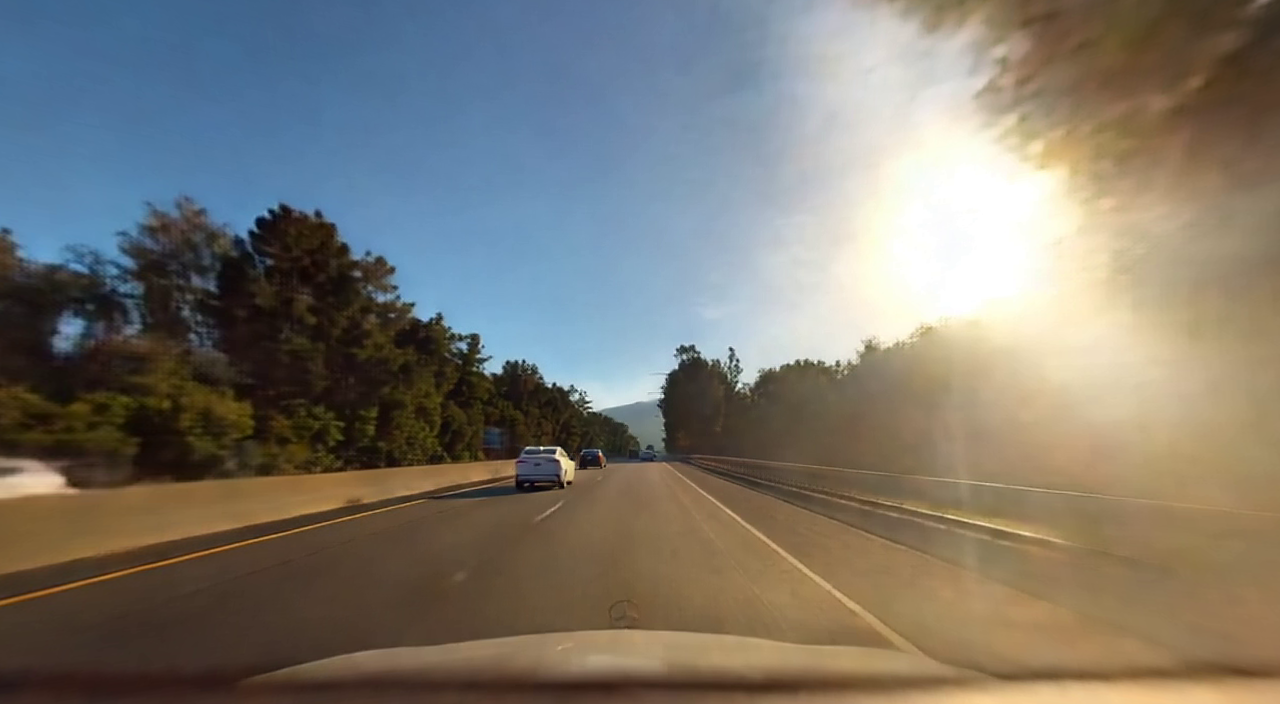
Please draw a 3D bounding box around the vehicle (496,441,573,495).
[{"bbox_3d":[-3.425,3.865,21.325,1.846,1.600,4.108,0,-9,1],"label":"vehicle"}]

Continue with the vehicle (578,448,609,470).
[{"bbox_3d":[-3.473,8.130,47.997,1.996,1.565,4.159,0,-9,1],"label":"vehicle"}]
